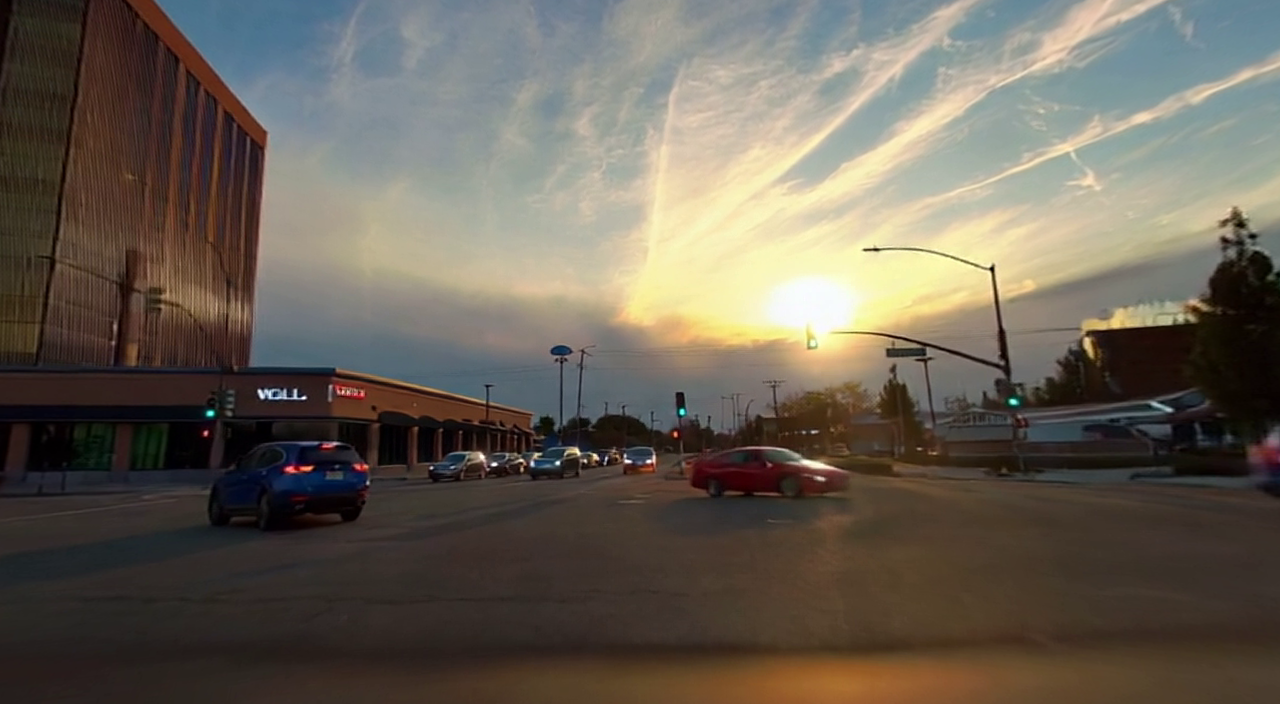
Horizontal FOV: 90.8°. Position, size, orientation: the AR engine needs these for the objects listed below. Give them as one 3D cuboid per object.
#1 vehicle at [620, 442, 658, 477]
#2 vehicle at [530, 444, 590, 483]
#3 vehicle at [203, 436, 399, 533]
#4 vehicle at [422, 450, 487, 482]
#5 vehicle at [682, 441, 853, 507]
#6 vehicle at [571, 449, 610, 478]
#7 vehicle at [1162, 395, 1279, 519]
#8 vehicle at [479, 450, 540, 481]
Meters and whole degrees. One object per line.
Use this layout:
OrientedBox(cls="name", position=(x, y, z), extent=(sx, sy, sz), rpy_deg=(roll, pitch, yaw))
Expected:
OrientedBox(cls="vehicle", position=(0.014, 6.451, 38.252), extent=(2.160, 1.948, 4.784), rpy_deg=(0, -9, 2))
OrientedBox(cls="vehicle", position=(-3.891, 5.498, 31.495), extent=(2.162, 1.788, 4.603), rpy_deg=(-1, -9, 3))
OrientedBox(cls="vehicle", position=(-7.593, 2.802, 14.003), extent=(4.445, 1.762, 2.238), rpy_deg=(-8, -11, 40))
OrientedBox(cls="vehicle", position=(-10.148, 6.239, 34.921), extent=(2.005, 1.596, 4.342), rpy_deg=(-1, -9, 4))
OrientedBox(cls="vehicle", position=(3.460, 3.414, 18.225), extent=(2.142, 1.607, 4.733), rpy_deg=(5, -10, -31))
OrientedBox(cls="vehicle", position=(-3.032, 6.945, 39.643), extent=(1.975, 1.690, 4.094), rpy_deg=(0, -9, 2))
OrientedBox(cls="vehicle", position=(14.039, 1.932, 11.743), extent=(5.960, 2.200, 2.708), rpy_deg=(-4, -9, 22))
OrientedBox(cls="vehicle", position=(-6.933, 6.092, 34.053), extent=(2.163, 1.529, 4.210), rpy_deg=(-1, -9, 3))
